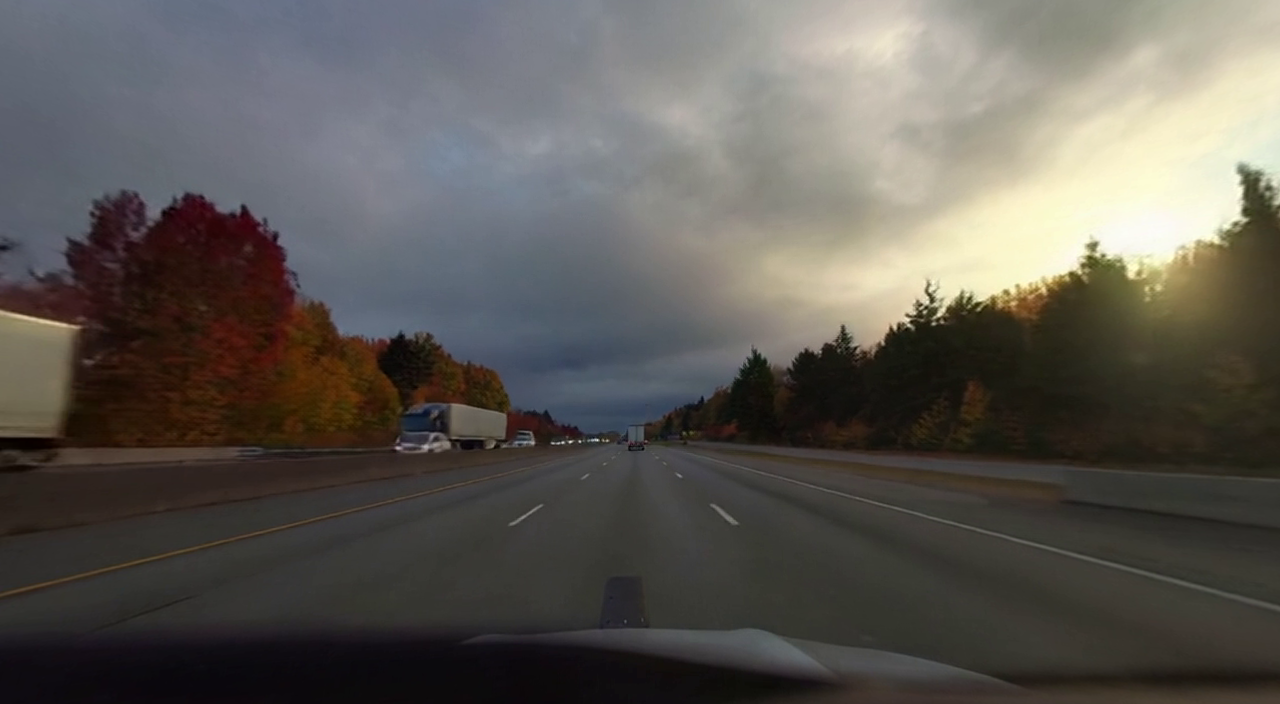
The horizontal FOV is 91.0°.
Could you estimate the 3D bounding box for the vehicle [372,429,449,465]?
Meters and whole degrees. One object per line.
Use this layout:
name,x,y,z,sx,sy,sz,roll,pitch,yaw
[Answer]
vehicle,-11.468,4.777,31.806,2.064,1.654,4.828,0,-8,0

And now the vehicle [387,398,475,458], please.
vehicle,-15.625,5.922,48.150,3.051,4.038,10.652,0,-8,0
